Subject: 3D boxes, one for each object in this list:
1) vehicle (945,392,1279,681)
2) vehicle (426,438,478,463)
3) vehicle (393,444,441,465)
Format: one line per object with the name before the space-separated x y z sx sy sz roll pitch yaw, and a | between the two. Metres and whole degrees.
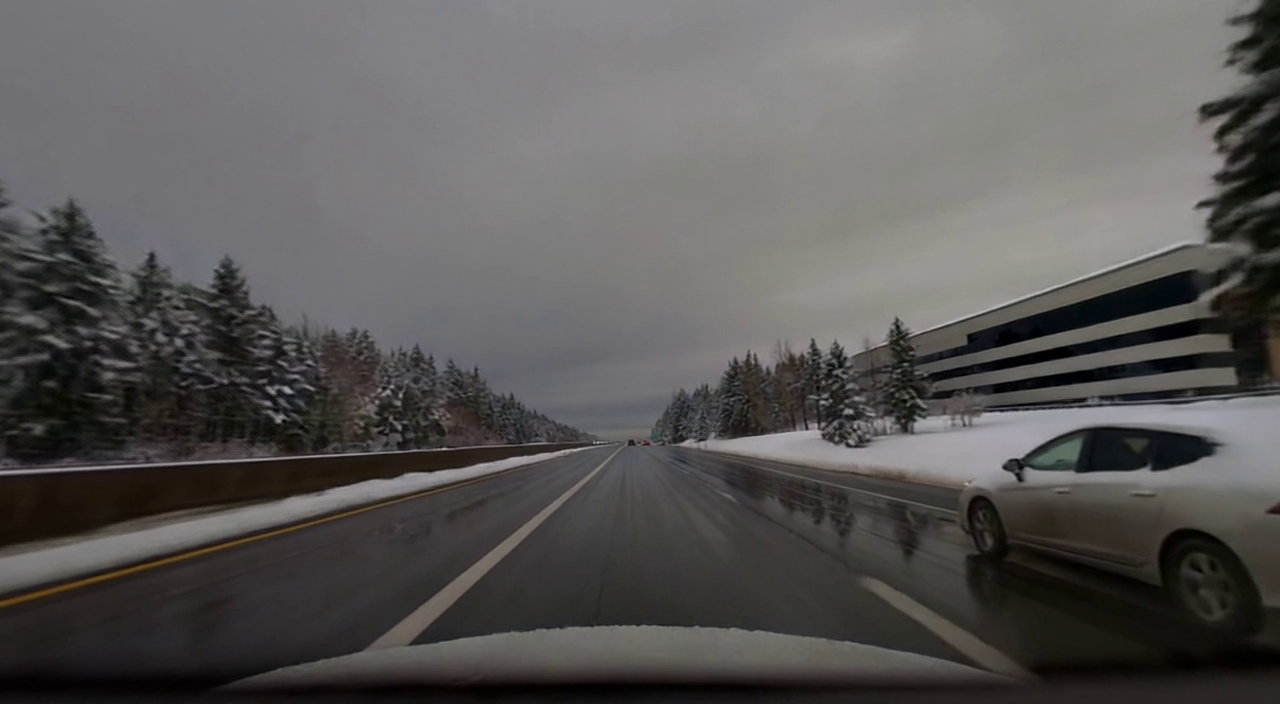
vehicle | 4.577 1.206 4.814 2.095 1.587 4.638 0 -8 -1
vehicle | -12.196 6.387 41.186 1.998 1.519 4.537 0 -8 0
vehicle | -16.597 7.618 47.096 2.045 1.448 4.278 0 -8 0
